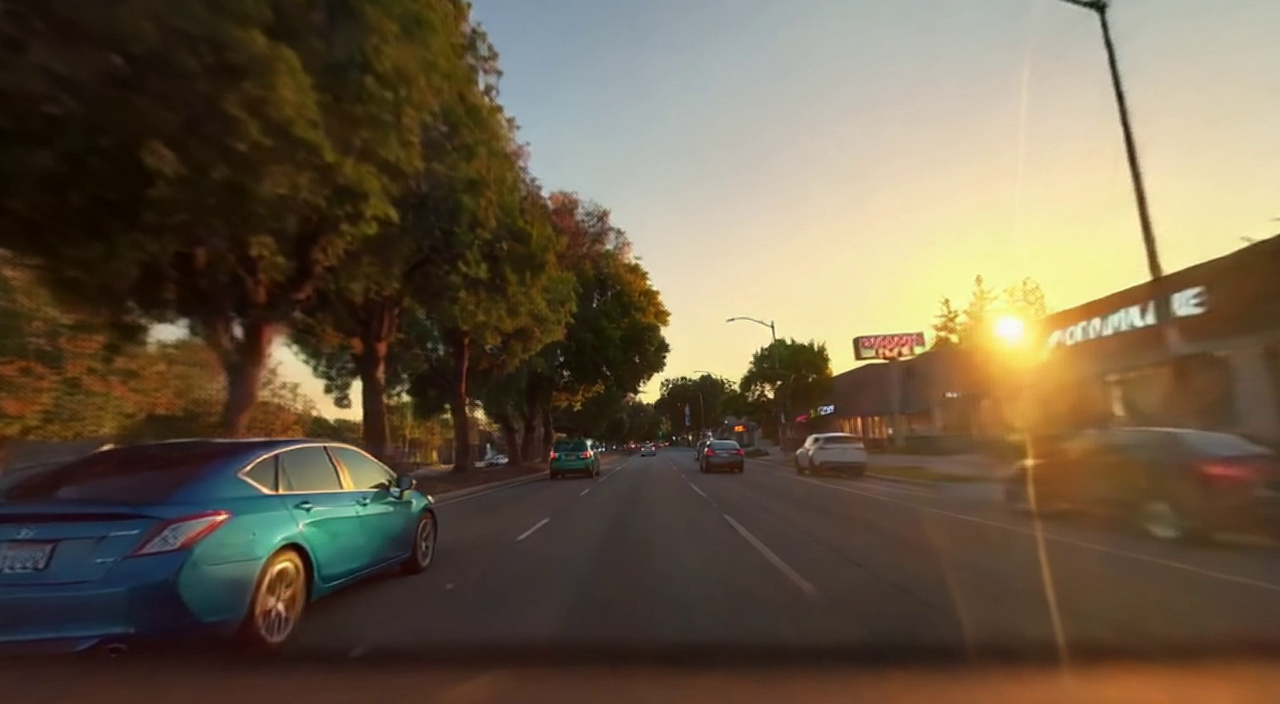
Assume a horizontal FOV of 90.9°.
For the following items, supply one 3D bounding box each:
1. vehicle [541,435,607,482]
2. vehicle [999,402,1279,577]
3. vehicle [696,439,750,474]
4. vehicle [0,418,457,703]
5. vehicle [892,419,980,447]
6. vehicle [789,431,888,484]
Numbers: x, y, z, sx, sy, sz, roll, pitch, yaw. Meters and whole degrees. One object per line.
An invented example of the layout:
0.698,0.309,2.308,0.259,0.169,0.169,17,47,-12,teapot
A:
-2.673,4.437,26.605,2.193,1.788,4.603,-1,-8,1,vehicle
7.250,1.666,8.470,2.089,1.678,4.725,0,-8,1,vehicle
3.812,4.853,29.551,1.904,1.490,4.299,0,-8,0,vehicle
-3.193,1.363,4.971,1.956,1.460,4.802,-1,-8,1,vehicle
21.318,5.865,45.568,5.166,1.870,2.317,0,-10,-3,vehicle
7.440,4.012,24.274,2.198,1.788,4.941,0,-8,0,vehicle
